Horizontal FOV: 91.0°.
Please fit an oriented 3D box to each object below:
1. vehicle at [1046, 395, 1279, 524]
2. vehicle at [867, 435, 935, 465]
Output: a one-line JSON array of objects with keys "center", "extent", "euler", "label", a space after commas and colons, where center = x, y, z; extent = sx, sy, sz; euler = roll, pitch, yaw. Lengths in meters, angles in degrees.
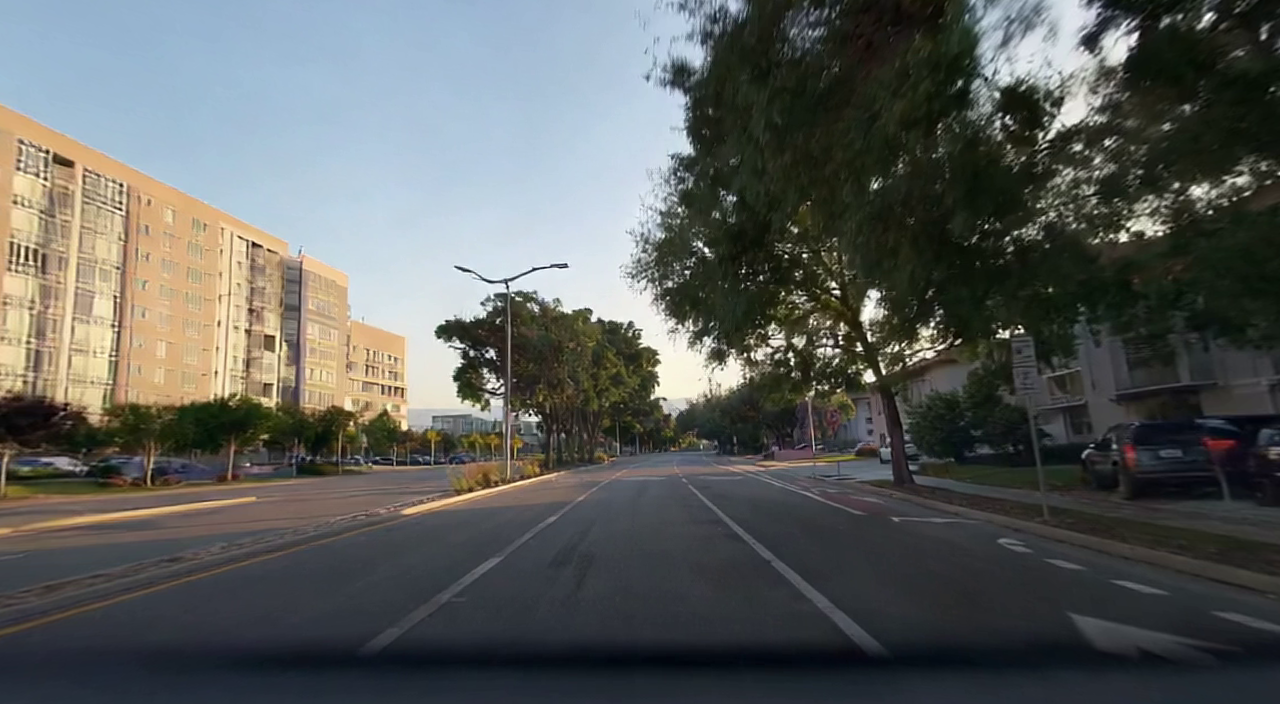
[{"center": [10.057, 1.943, 11.734], "extent": [2.007, 1.895, 4.812], "euler": [-1, -9, 5], "label": "vehicle"}, {"center": [14.346, 5.431, 34.878], "extent": [1.879, 1.507, 4.836], "euler": [0, -9, 2], "label": "vehicle"}]
